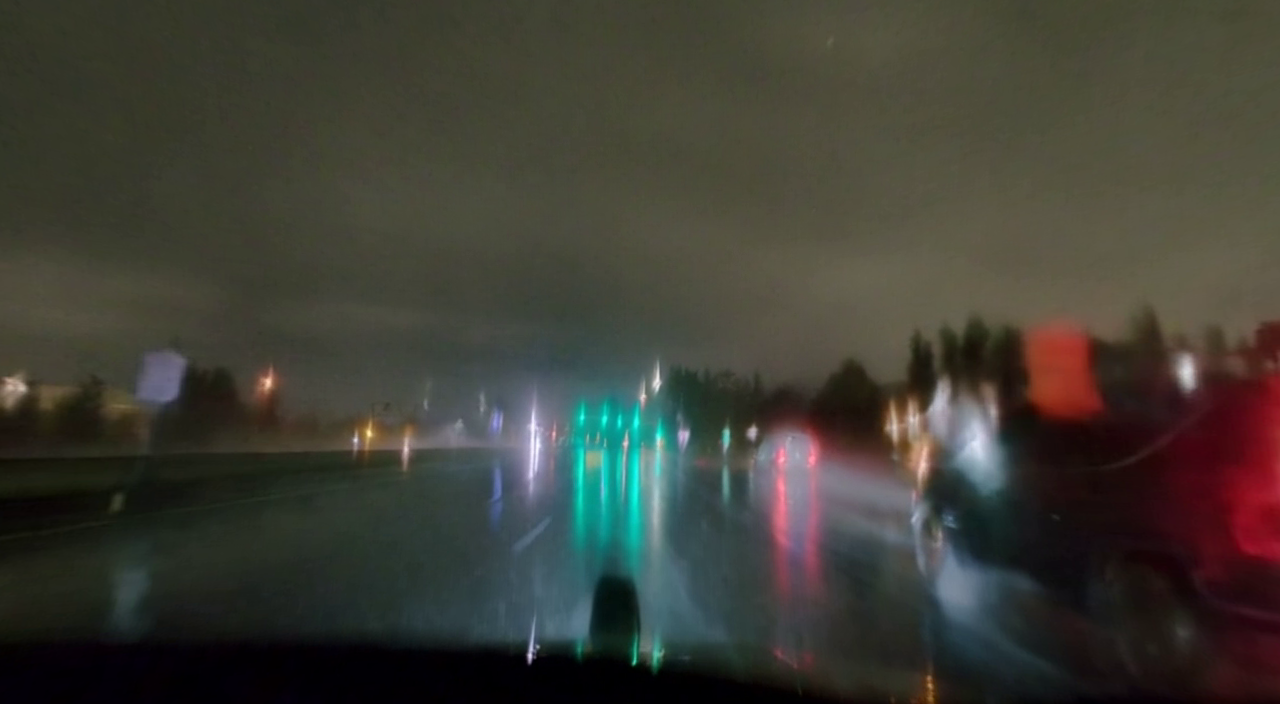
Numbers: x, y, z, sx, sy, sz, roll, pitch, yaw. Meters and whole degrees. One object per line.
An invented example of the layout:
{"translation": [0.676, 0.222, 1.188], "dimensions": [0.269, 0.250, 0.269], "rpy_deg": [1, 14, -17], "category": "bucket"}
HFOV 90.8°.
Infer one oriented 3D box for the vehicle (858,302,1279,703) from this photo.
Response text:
{"translation": [3.536, 0.970, 4.286], "dimensions": [2.212, 1.753, 5.064], "rpy_deg": [0, -9, -1], "category": "vehicle"}
